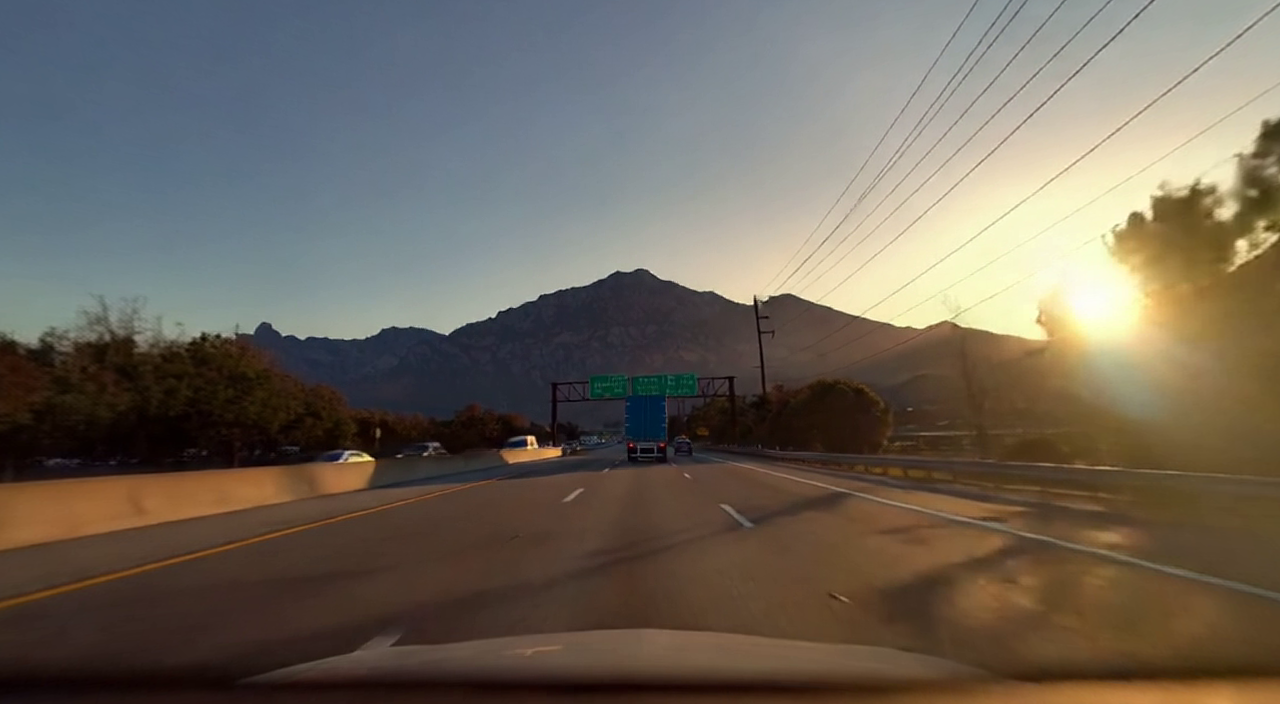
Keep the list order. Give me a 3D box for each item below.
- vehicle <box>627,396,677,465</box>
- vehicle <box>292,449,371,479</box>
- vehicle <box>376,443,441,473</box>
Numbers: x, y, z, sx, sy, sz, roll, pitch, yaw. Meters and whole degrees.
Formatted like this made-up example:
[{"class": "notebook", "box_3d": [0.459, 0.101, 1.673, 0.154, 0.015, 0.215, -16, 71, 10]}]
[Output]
[{"class": "vehicle", "box_3d": [0.624, 5.475, 43.116, 2.919, 4.101, 11.541, 0, -8, -1]}, {"class": "vehicle", "box_3d": [-19.486, 7.057, 40.205, 1.863, 1.707, 6.295, 0, -8, 0]}, {"class": "vehicle", "box_3d": [-15.870, 7.243, 43.653, 2.118, 1.889, 6.262, 0, -8, 0]}]
